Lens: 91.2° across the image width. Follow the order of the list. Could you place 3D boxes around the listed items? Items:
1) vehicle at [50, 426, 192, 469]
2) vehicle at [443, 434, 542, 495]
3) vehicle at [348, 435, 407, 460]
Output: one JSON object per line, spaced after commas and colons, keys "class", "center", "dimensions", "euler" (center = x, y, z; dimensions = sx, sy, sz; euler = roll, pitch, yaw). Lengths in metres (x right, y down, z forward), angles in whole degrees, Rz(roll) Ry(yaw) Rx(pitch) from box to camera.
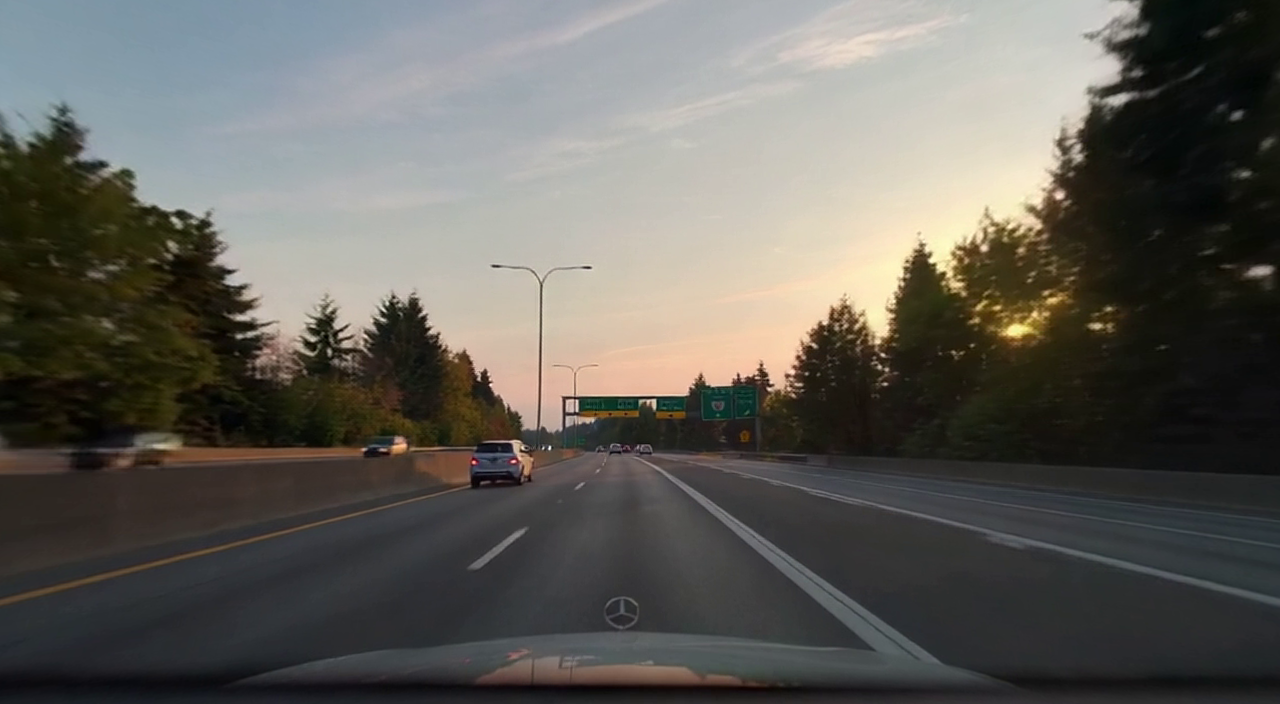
{"class": "vehicle", "center": [-21.067, 3.935, 25.761], "dimensions": [1.896, 1.566, 4.673], "euler": [0, -9, -1]}
{"class": "vehicle", "center": [-4.294, 3.338, 18.901], "dimensions": [2.071, 1.615, 3.868], "euler": [0, -9, 0]}
{"class": "vehicle", "center": [-17.925, 6.586, 43.057], "dimensions": [1.998, 1.562, 5.127], "euler": [0, -9, -2]}
